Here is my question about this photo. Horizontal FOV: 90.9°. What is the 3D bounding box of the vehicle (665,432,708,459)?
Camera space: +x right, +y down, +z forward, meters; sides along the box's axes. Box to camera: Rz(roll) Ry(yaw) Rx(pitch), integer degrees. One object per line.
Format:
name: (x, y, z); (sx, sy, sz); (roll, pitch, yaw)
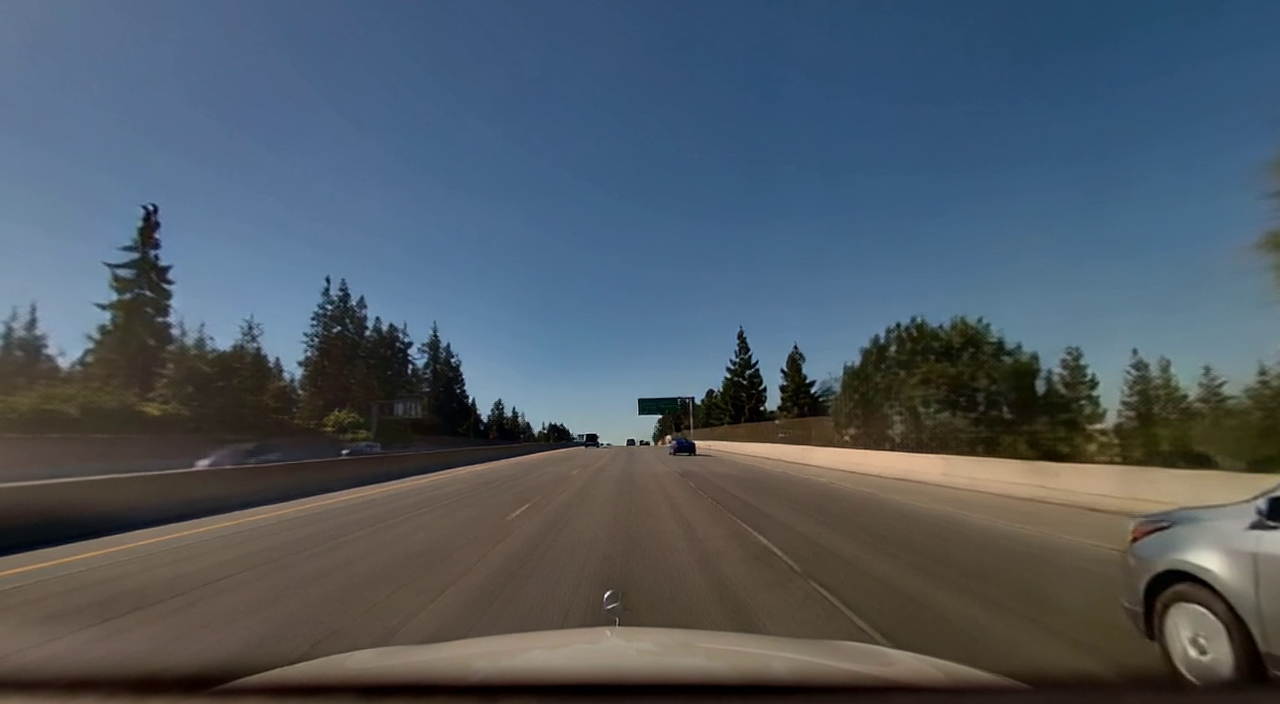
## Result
vehicle: (2.557, 5.203, 35.273); (1.911, 1.449, 3.776); (0, -7, -3)
